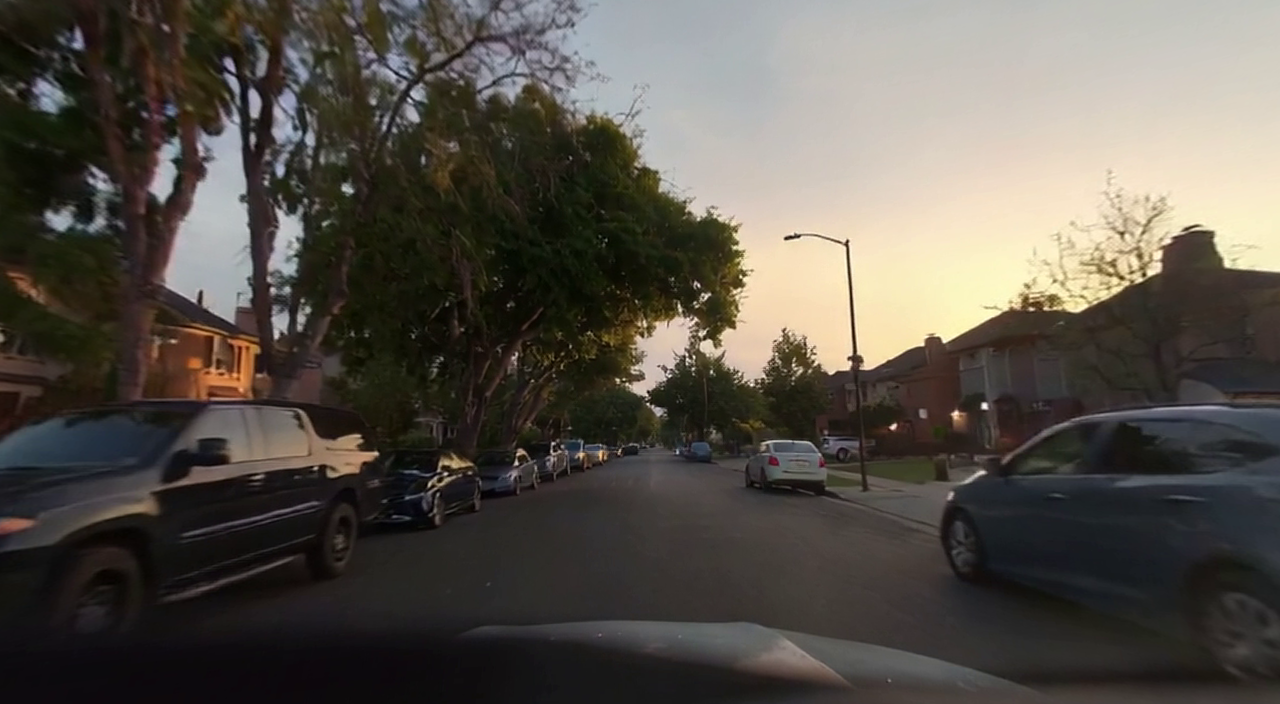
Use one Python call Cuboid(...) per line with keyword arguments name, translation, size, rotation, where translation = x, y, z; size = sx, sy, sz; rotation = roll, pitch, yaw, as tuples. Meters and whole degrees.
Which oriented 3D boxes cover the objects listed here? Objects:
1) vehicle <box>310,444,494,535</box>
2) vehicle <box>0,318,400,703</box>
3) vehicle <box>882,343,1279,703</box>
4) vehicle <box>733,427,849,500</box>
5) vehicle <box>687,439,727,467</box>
Cuboid(name="vehicle", translation=(-4.496, 2.625, 12.841), size=(1.826, 1.489, 4.604), rotation=(0, -8, 2))
Cuboid(name="vehicle", translation=(-4.598, 1.274, 5.948), size=(2.461, 2.145, 5.415), rotation=(0, -8, 1))
Cuboid(name="vehicle", translation=(4.057, 1.181, 4.973), size=(2.214, 1.830, 4.997), rotation=(0, -8, -1))
Cuboid(name="vehicle", translation=(4.386, 3.334, 19.330), size=(2.306, 1.901, 4.908), rotation=(0, -8, 0))
Cuboid(name="vehicle", translation=(4.836, 7.366, 46.192), size=(2.450, 1.897, 5.050), rotation=(0, -8, 1))
